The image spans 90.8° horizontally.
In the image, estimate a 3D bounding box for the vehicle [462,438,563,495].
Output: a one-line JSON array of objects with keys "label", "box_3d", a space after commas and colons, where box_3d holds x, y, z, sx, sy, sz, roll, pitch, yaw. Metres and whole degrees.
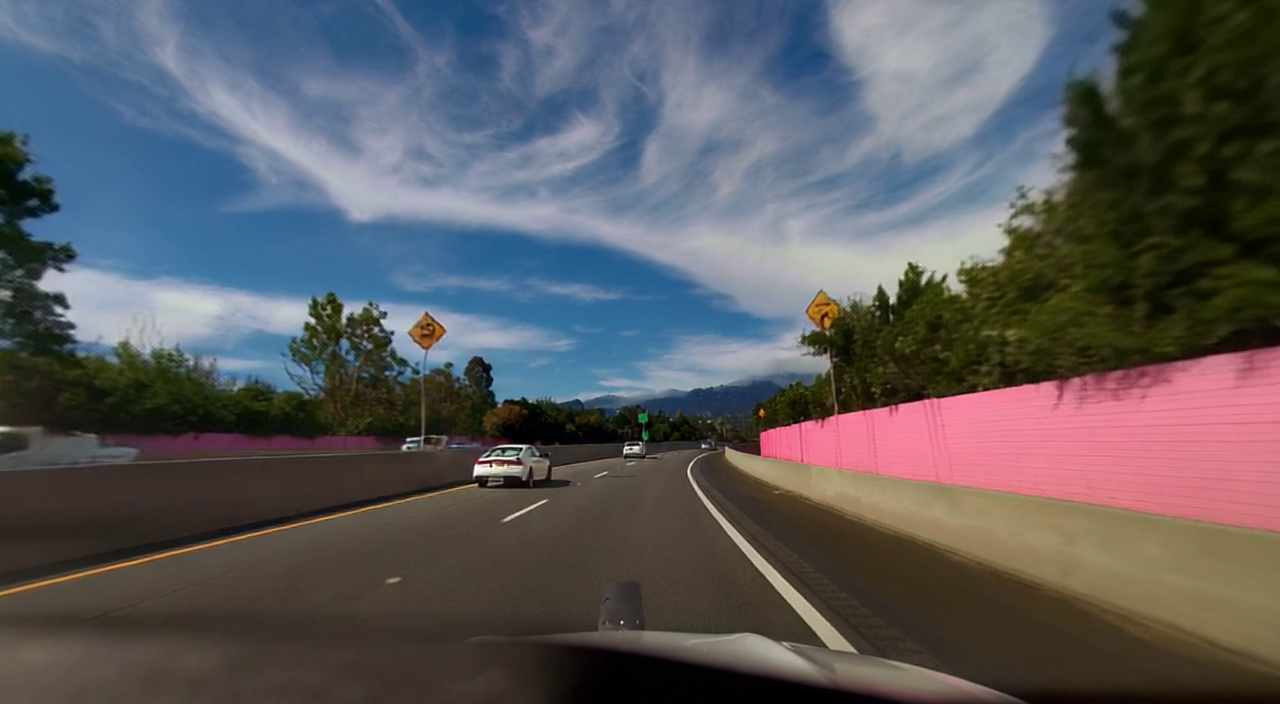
[{"label": "vehicle", "box_3d": [-3.490, 3.209, 18.089, 1.746, 1.405, 4.339, 0, -9, 3]}]

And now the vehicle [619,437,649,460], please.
[{"label": "vehicle", "box_3d": [-0.443, 7.575, 49.733, 1.833, 1.697, 3.984, -1, -9, 7]}]
